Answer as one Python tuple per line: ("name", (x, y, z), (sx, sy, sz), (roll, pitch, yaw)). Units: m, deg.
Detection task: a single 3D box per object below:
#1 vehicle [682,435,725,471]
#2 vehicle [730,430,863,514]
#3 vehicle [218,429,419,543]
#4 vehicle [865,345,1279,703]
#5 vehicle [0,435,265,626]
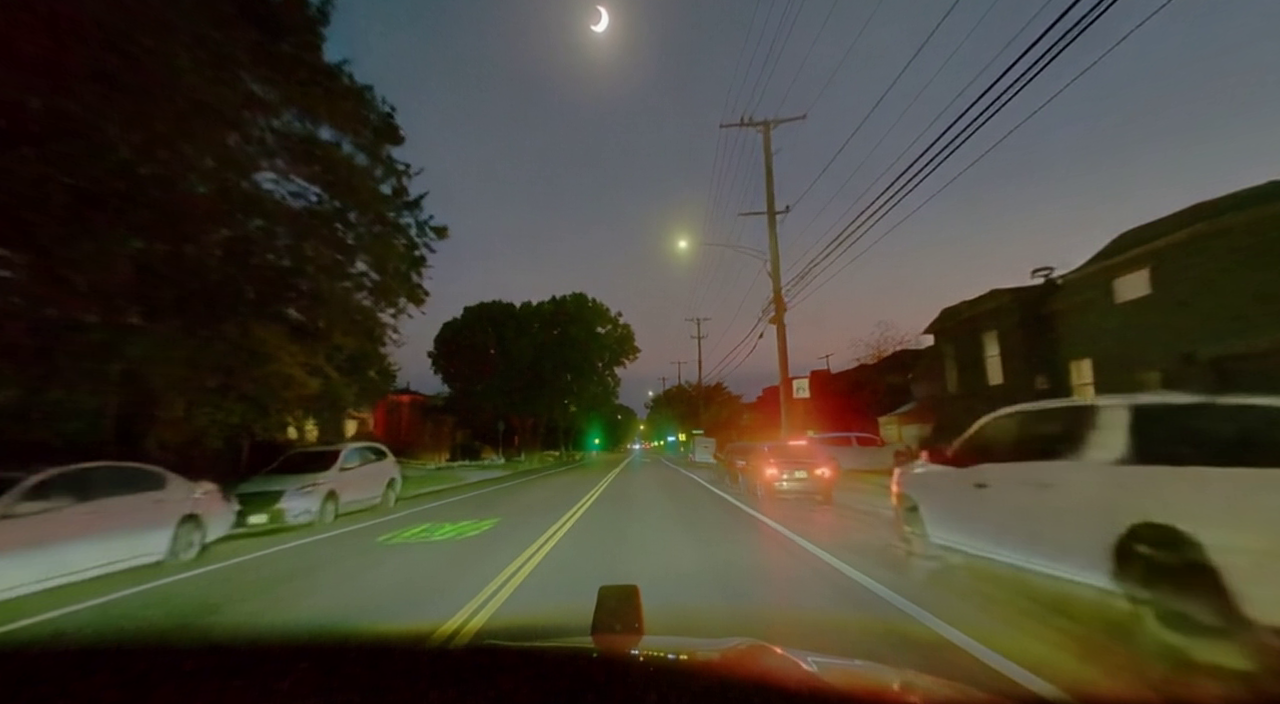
("vehicle", (3.791, 6.144, 38.503), (2.088, 2.019, 4.802), (0, -8, -1))
("vehicle", (3.530, 2.793, 15.280), (1.955, 1.665, 4.818), (0, -8, 0))
("vehicle", (-6.398, 2.609, 13.285), (1.947, 1.930, 4.306), (-2, -7, 0))
("vehicle", (3.670, 1.146, 4.426), (2.171, 1.796, 5.291), (0, -8, -1))
("vehicle", (-6.394, 1.699, 6.592), (2.084, 1.573, 4.599), (-2, -7, 1))
